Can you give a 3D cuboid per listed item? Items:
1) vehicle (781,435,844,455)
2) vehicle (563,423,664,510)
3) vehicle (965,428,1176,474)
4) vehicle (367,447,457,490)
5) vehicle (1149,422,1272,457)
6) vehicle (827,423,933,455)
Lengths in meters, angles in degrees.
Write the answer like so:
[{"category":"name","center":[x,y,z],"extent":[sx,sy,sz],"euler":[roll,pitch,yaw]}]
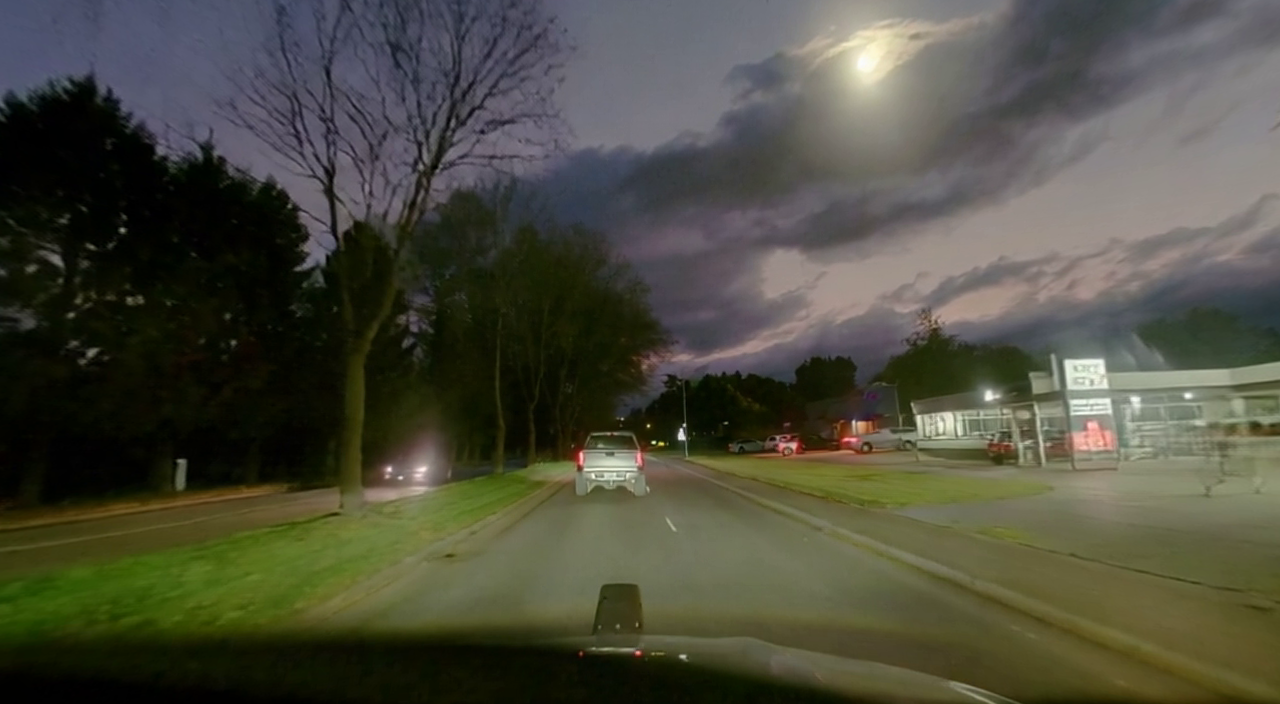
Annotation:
[{"category":"vehicle","center":[12.783,6.947,47.041],"extent":[4.090,1.433,1.983],"euler":[0,-8,1]},{"category":"vehicle","center":[-0.618,2.874,16.428],"extent":[2.157,1.816,5.804],"euler":[0,-8,-1]},{"category":"vehicle","center":[14.280,3.319,21.274],"extent":[5.344,1.440,2.318],"euler":[0,-9,2]},{"category":"vehicle","center":[-8.958,4.587,25.292],"extent":[2.027,1.493,4.707],"euler":[0,-8,-2]},{"category":"vehicle","center":[25.492,3.975,28.449],"extent":[1.816,1.452,3.934],"euler":[0,-8,0]},{"category":"vehicle","center":[12.945,4.740,34.346],"extent":[4.788,1.625,2.319],"euler":[0,-8,-3]}]
